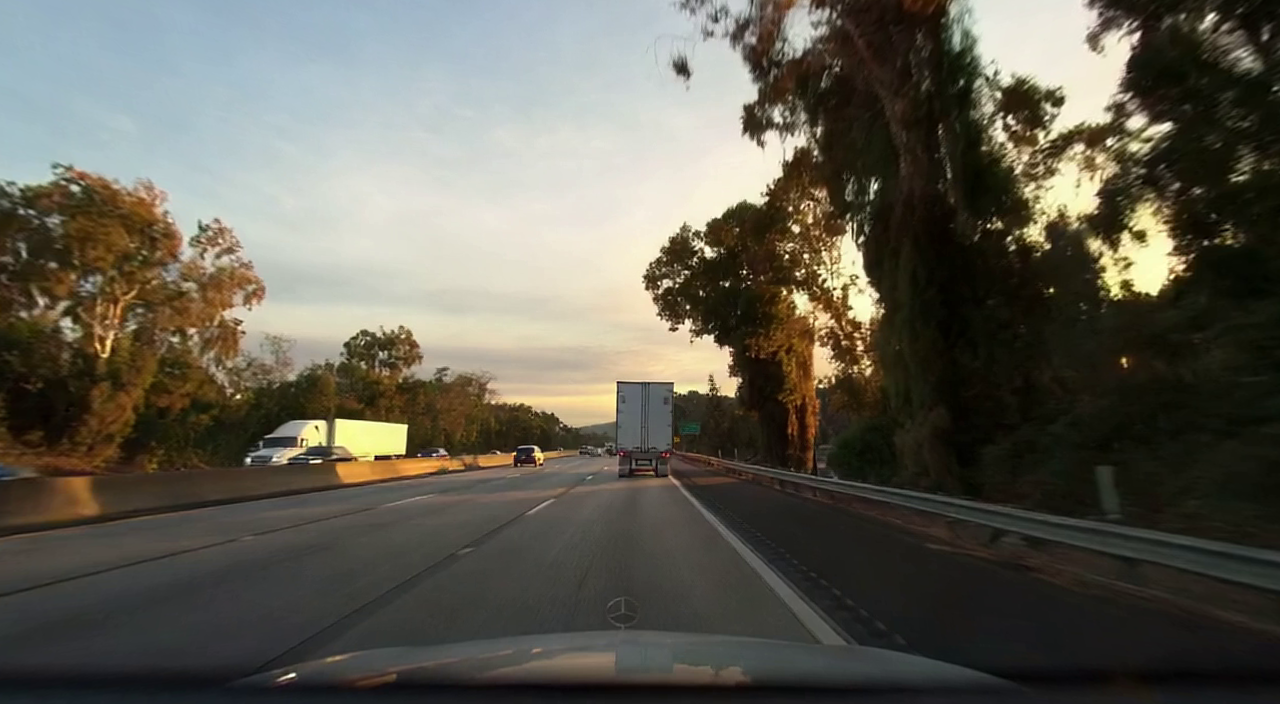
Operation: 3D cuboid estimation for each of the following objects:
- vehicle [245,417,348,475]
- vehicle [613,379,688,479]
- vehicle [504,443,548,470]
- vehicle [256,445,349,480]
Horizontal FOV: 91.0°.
[{"bbox_3d":[-25.507,7.069,47.381,2.959,3.986,8.233,0,-9,1],"label":"vehicle"},{"bbox_3d":[0.340,4.020,31.711,3.052,4.132,11.336,0,-9,-1],"label":"vehicle"},{"bbox_3d":[-7.515,6.902,41.912,2.066,1.674,4.423,0,-9,0],"label":"vehicle"},{"bbox_3d":[-17.852,5.826,33.642,2.242,1.713,4.902,0,-9,1],"label":"vehicle"}]
